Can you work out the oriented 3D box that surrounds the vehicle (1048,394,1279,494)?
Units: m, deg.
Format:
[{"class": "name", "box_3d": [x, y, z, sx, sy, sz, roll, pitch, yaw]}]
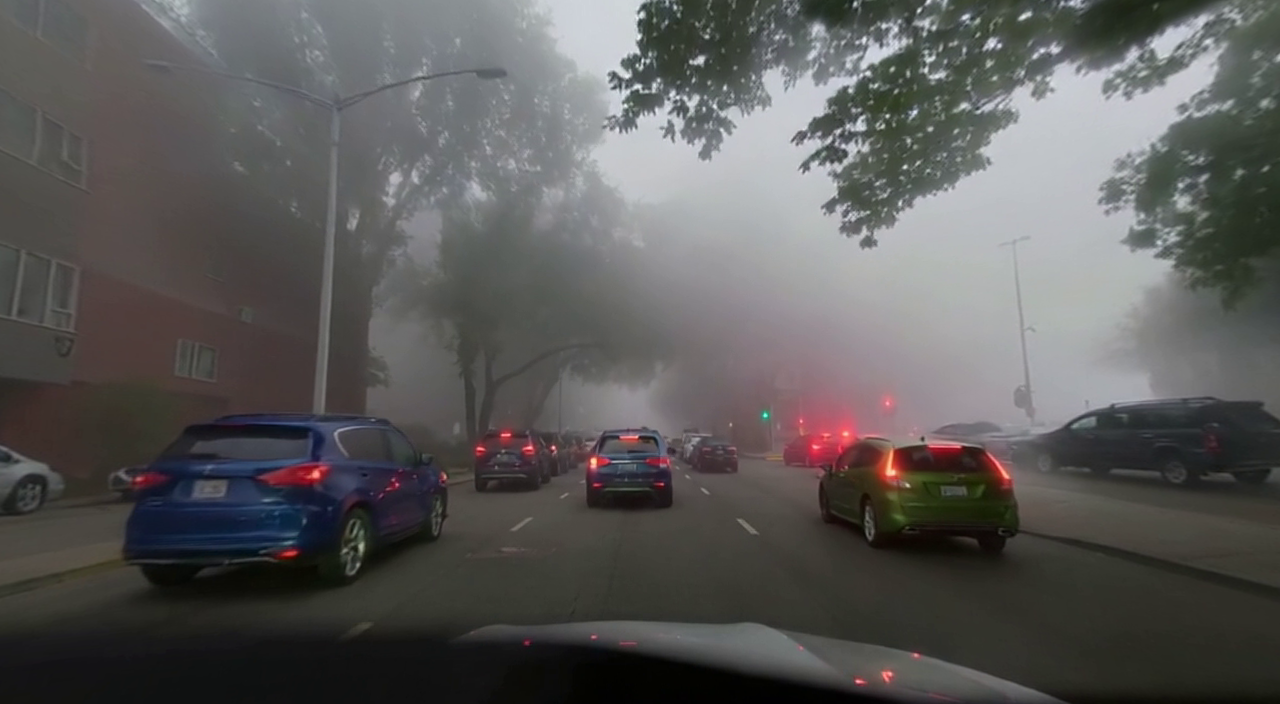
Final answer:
[{"class": "vehicle", "box_3d": [12.520, 2.089, 14.291, 4.991, 1.978, 2.090, -8, -12, 42]}]

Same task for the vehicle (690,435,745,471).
[{"class": "vehicle", "box_3d": [3.375, 4.501, 28.058, 1.948, 1.475, 4.093, 0, -8, 0]}]

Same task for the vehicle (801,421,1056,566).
[{"class": "vehicle", "box_3d": [3.644, 1.824, 8.838, 1.847, 1.554, 3.885, 0, -8, 2]}]

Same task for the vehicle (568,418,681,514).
[{"class": "vehicle", "box_3d": [-0.232, 2.355, 13.398, 2.022, 1.700, 4.084, 0, -8, 1]}]

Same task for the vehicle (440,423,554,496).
[{"class": "vehicle", "box_3d": [-3.706, 2.886, 17.176, 2.012, 1.701, 4.316, 0, -8, 1]}]

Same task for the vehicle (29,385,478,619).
[{"class": "vehicle", "box_3d": [-3.426, 1.420, 6.862, 2.047, 1.710, 4.314, 0, -9, 1]}]
